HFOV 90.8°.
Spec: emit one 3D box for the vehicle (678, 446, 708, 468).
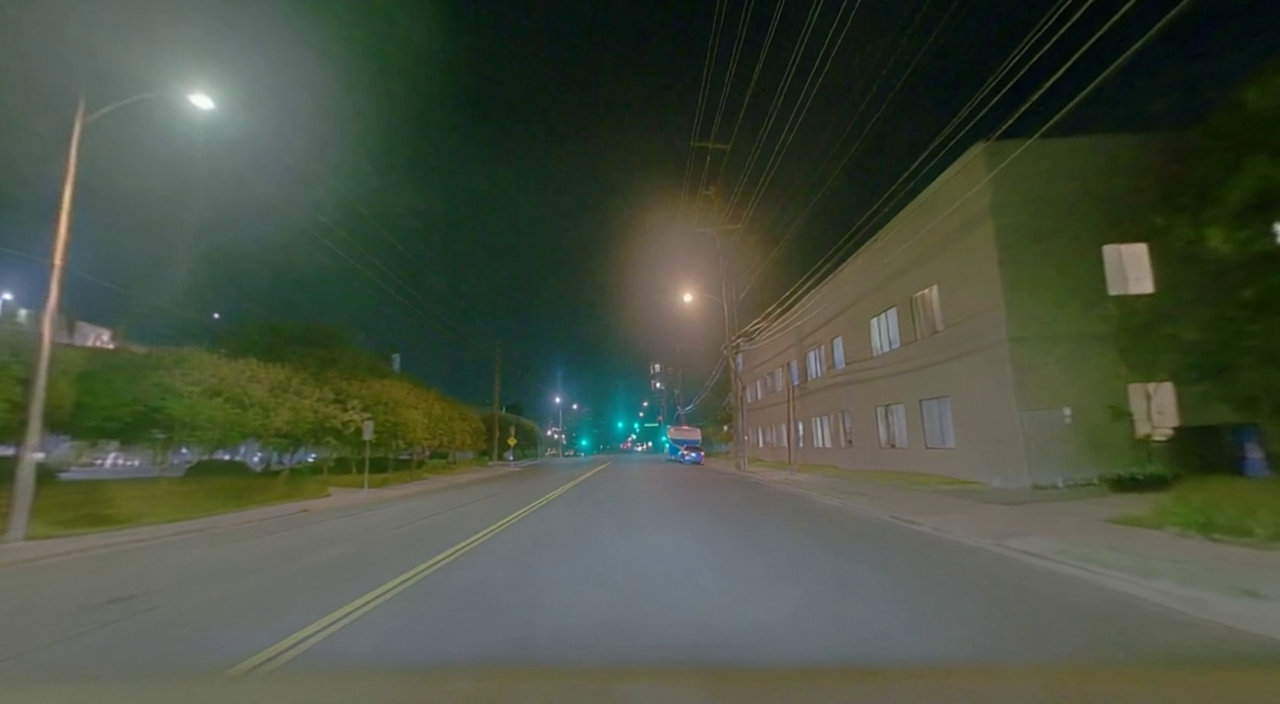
[{"bbox_3d":[4.024,8.083,48.763,1.852,1.497,3.672,-2,-8,-2],"label":"vehicle"}]
